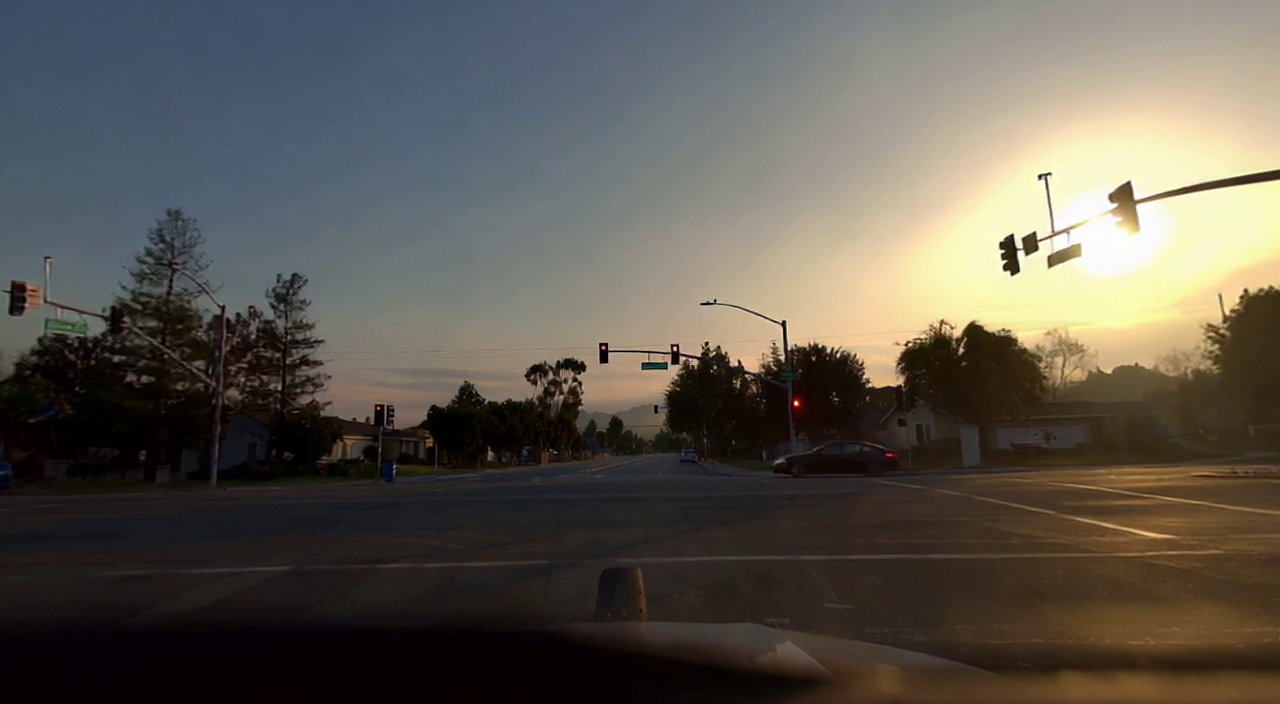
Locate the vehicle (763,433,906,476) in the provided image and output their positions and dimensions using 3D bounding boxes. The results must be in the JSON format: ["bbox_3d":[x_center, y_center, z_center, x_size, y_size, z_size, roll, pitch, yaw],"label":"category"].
[{"bbox_3d":[6.917,3.691,22.763,4.562,1.460,1.822,0,-8,-1],"label":"vehicle"}]
